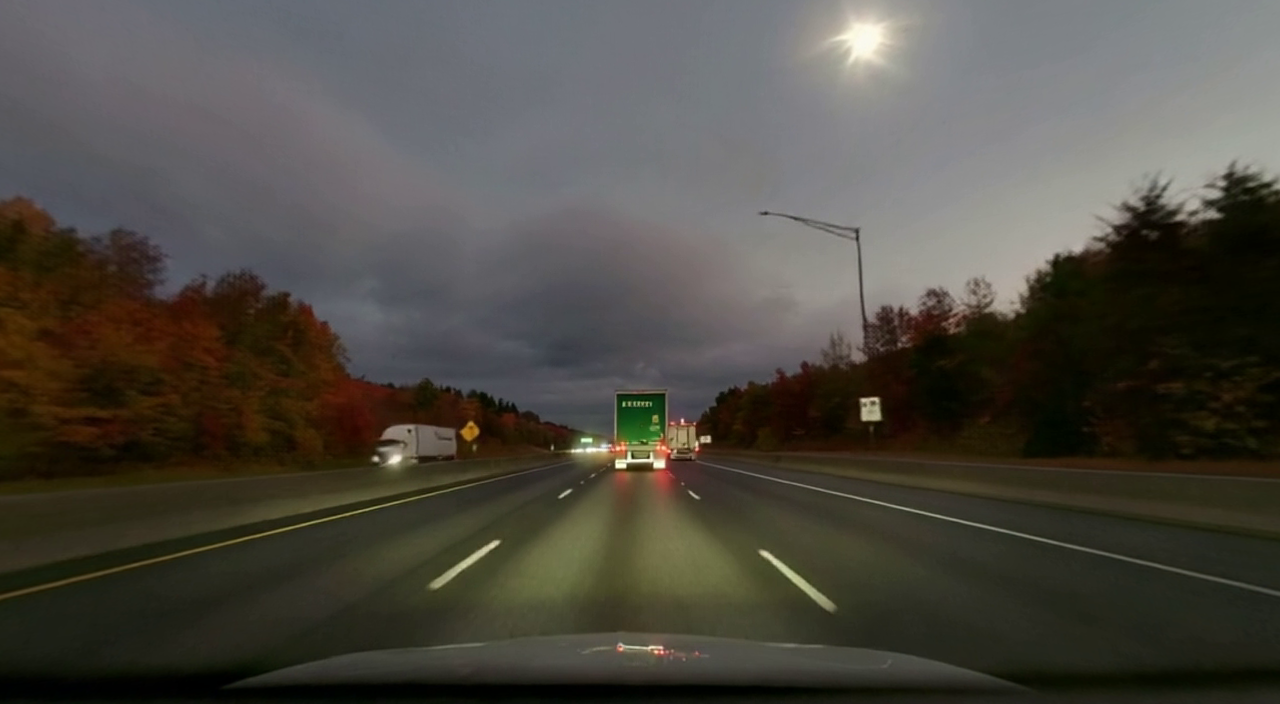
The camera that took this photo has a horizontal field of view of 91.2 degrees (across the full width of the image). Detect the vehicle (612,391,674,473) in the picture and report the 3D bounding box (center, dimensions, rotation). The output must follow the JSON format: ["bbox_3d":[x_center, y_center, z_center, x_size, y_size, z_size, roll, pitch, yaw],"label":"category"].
[{"bbox_3d":[0.109,4.786,36.750,3.057,4.073,10.792,0,-9,0],"label":"vehicle"}]
